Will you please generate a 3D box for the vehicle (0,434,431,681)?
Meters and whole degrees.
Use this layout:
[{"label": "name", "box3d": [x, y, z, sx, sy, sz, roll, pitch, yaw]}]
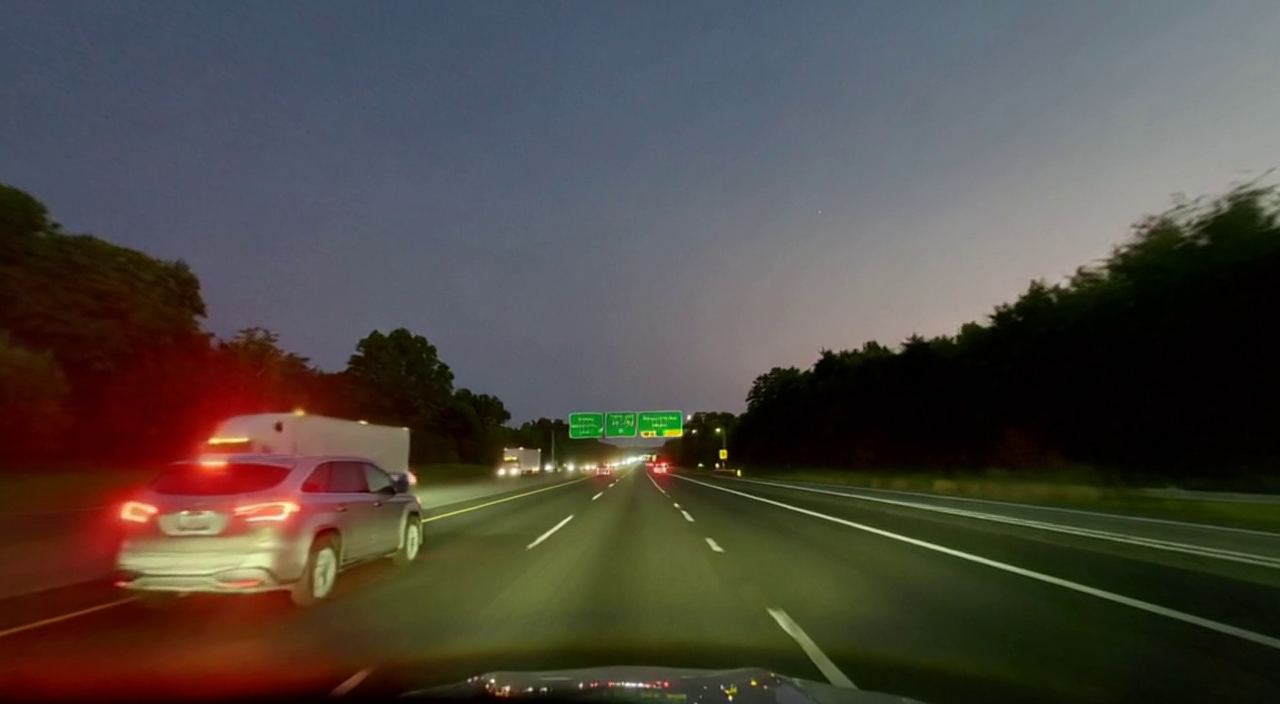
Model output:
[{"label": "vehicle", "box3d": [-3.796, 1.633, 6.054, 1.998, 1.427, 4.462, 1, -11, 0]}]
